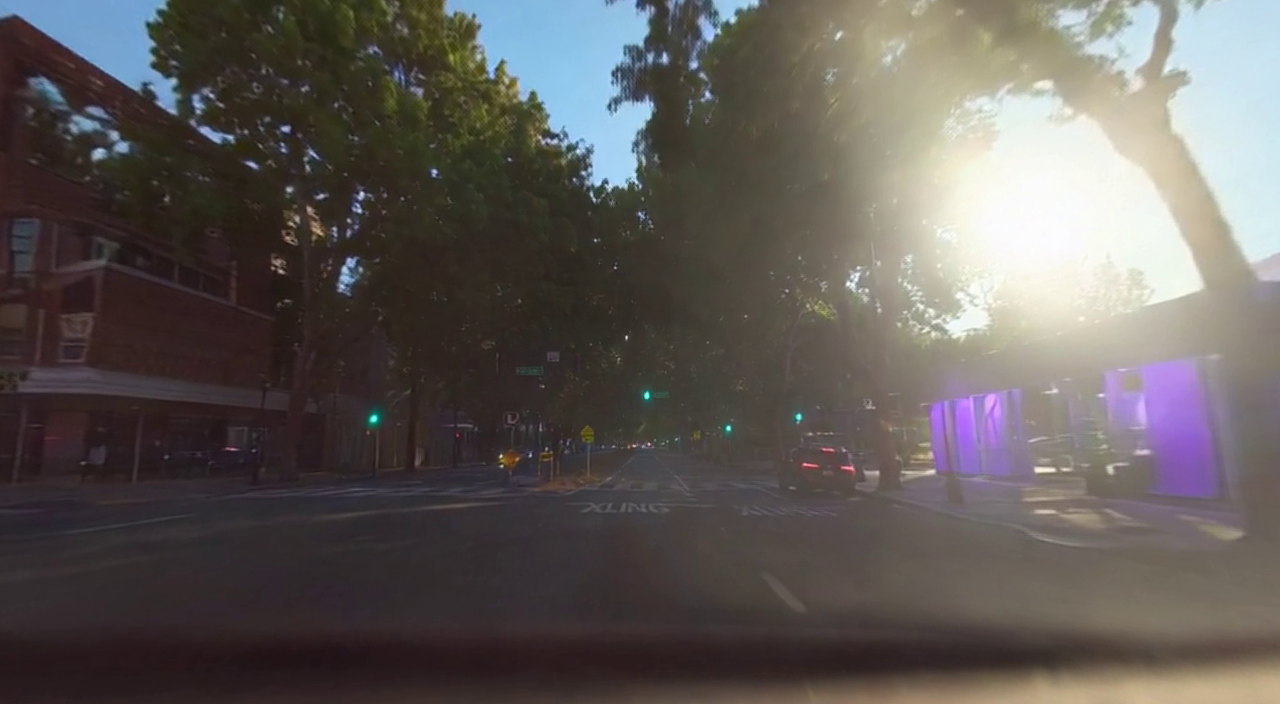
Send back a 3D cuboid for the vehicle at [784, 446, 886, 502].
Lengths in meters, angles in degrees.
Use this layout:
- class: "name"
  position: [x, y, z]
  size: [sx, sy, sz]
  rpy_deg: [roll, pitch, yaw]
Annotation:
- class: "vehicle"
  position: [6.131, 3.855, 20.407]
  size: [1.906, 1.523, 4.336]
  rpy_deg: [2, -9, 0]
